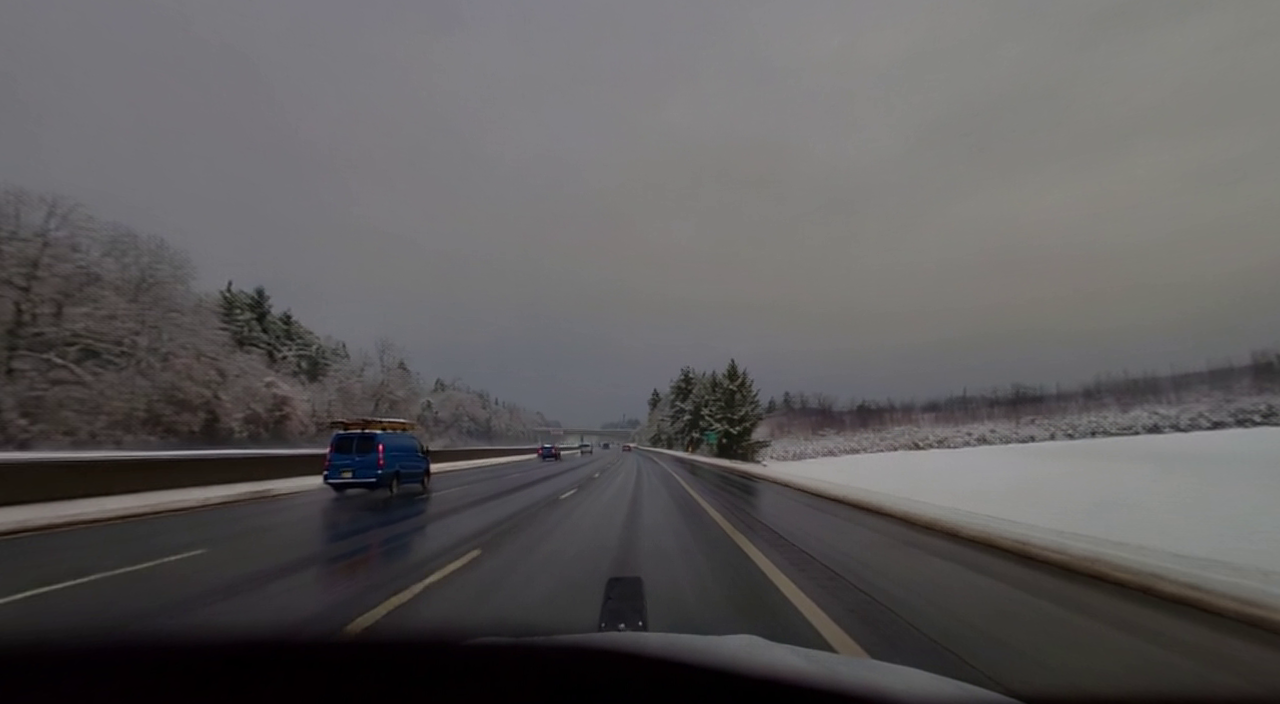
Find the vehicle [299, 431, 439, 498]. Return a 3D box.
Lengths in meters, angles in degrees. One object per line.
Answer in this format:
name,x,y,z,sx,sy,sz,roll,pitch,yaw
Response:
vehicle,-7.930,3.340,19.090,2.093,1.752,4.771,0,-9,0

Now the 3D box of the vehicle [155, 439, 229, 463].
vehicle,-32.480,7.188,45.860,1.950,1.625,4.666,0,-9,0

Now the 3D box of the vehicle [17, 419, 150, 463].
vehicle,-40.105,6.483,45.857,3.165,2.906,7.048,0,-9,0
